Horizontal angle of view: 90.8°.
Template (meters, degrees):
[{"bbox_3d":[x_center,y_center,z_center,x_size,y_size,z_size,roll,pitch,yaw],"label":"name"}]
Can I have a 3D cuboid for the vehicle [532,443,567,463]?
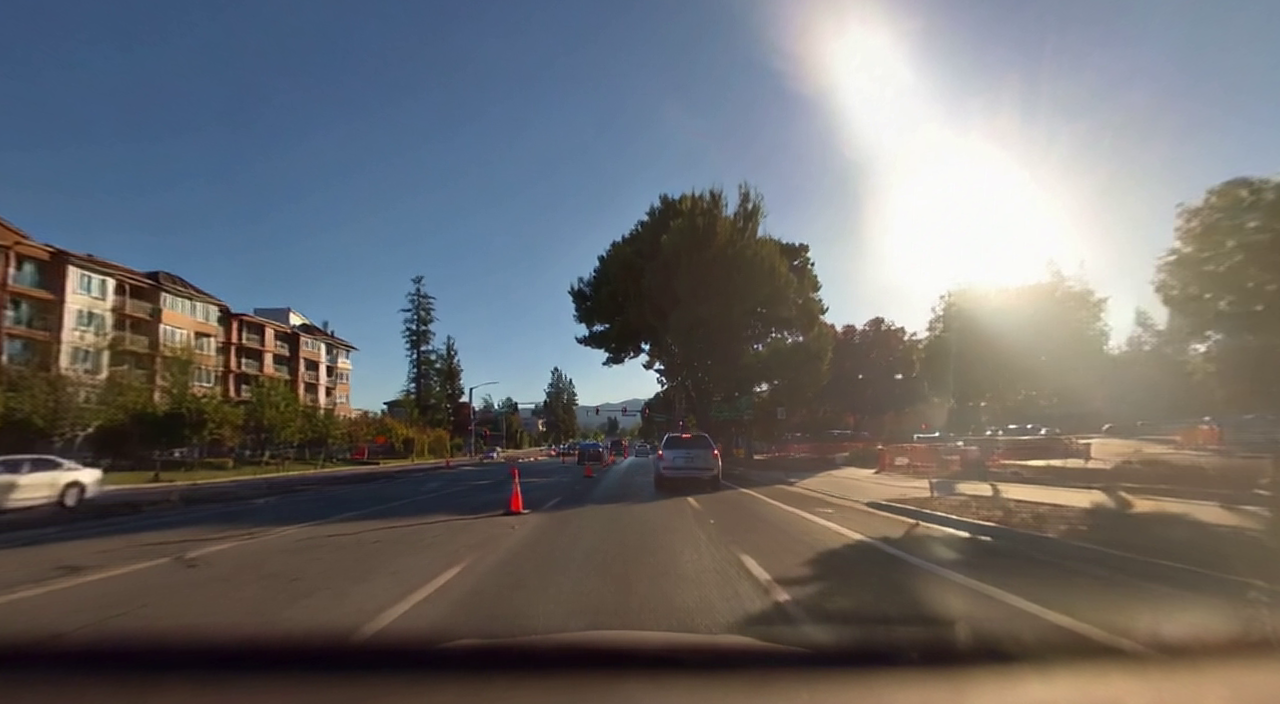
[{"bbox_3d":[-6.906,7.738,48.584,1.928,1.488,4.635,0,-8,2],"label":"vehicle"}]

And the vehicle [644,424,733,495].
[{"bbox_3d":[1.273,3.105,18.602,2.197,1.835,4.316,0,-8,-1],"label":"vehicle"}]

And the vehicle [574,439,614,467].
[{"bbox_3d":[-2.855,6.328,39.739,2.121,1.654,3.993,0,-8,1],"label":"vehicle"}]
